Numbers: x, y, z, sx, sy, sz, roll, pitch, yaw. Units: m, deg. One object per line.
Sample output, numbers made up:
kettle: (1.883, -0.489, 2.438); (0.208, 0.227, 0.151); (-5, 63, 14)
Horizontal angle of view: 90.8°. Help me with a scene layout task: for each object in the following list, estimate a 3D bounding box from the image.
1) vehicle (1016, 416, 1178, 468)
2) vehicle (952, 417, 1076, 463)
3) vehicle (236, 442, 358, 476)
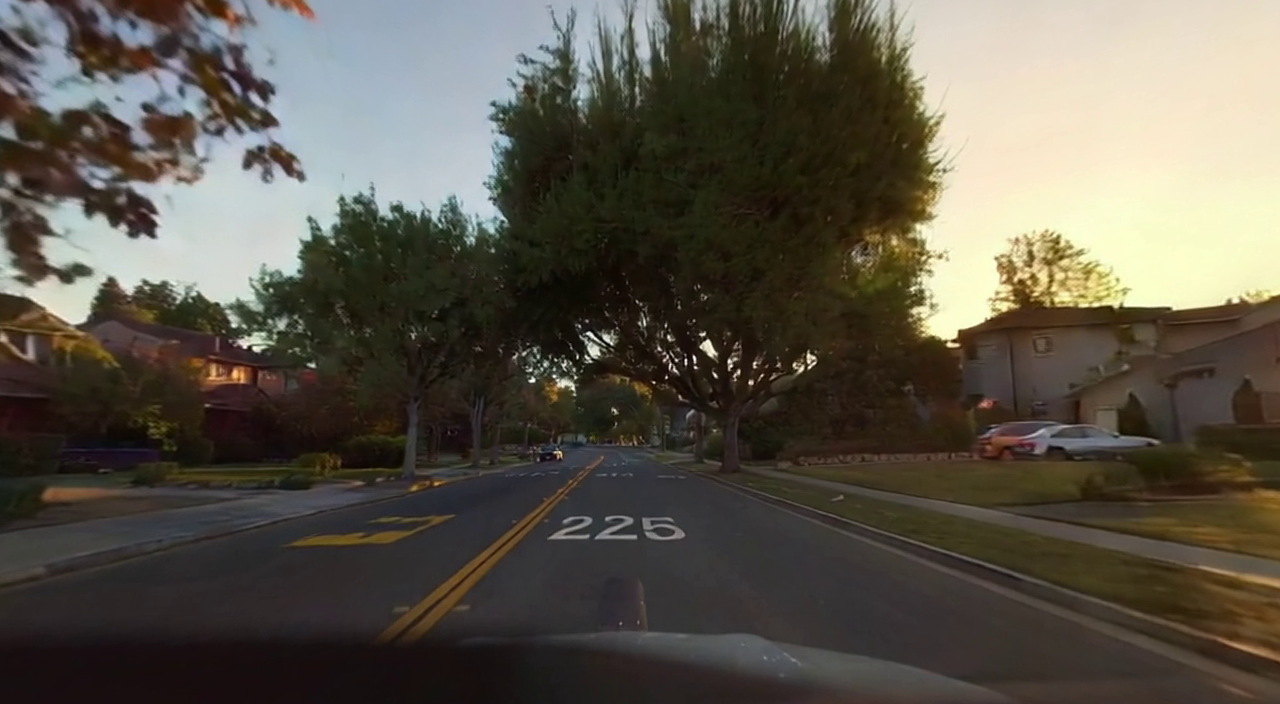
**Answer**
vehicle: (15.841, 3.131, 22.051); (4.198, 1.697, 1.984); (1, -9, -5)
vehicle: (15.233, 3.565, 25.726); (4.426, 1.704, 2.219); (4, -9, -27)
vehicle: (-15.461, 4.824, 28.678); (4.388, 1.449, 1.882); (0, -9, -3)
